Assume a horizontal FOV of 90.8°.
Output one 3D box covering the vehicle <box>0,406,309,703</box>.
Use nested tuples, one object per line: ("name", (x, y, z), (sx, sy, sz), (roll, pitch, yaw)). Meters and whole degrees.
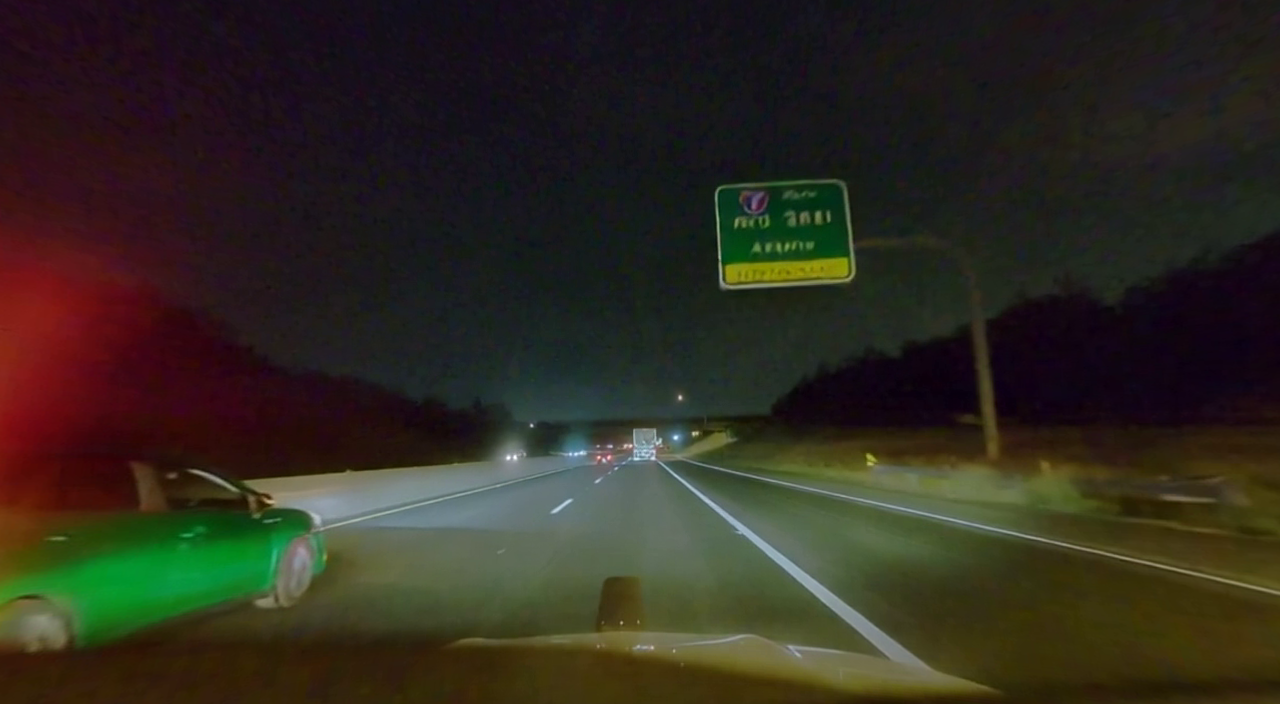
("vehicle", (-3.743, 1.062, 3.134), (1.843, 1.517, 4.200), (0, -9, 1))
